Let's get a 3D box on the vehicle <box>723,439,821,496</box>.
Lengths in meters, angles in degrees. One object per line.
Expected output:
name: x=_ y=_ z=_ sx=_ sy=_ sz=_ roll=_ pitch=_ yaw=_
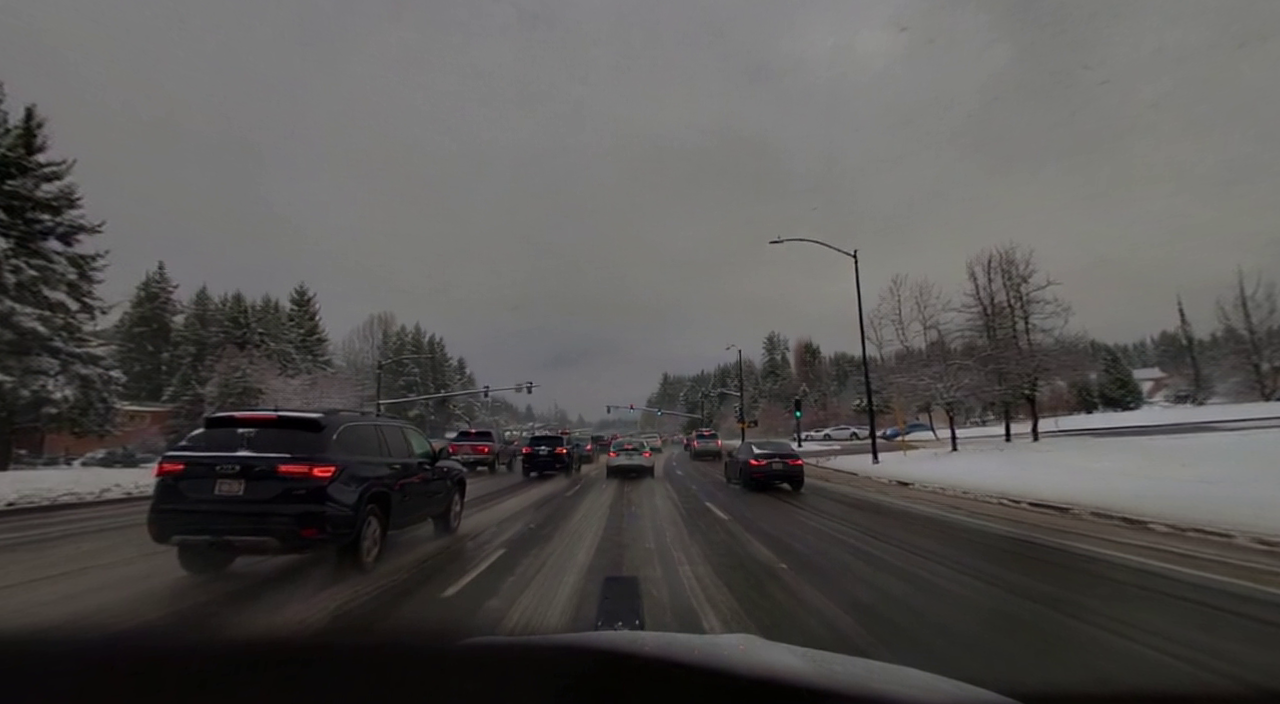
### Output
vehicle: x=3.726 y=3.322 z=18.583 sx=1.884 sy=1.463 sz=4.195 roll=0 pitch=-8 yaw=-1

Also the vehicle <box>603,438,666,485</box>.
vehicle: x=-0.161 y=3.852 z=22.512 sx=2.030 sy=1.477 sz=4.330 roll=0 pitch=-8 yaw=1

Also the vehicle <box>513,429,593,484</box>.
vehicle: x=-3.079 y=3.833 z=23.479 sx=2.218 sy=1.829 sz=4.492 roll=0 pitch=-8 yaw=2

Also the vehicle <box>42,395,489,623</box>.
vehicle: x=-3.519 y=1.595 z=7.567 sx=2.111 sy=1.745 sz=5.274 roll=0 pitch=-8 yaw=0

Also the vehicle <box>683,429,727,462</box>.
vehicle: x=3.798 y=5.557 z=37.621 sx=2.099 sy=1.845 sz=4.363 roll=0 pitch=-8 yaw=-1
